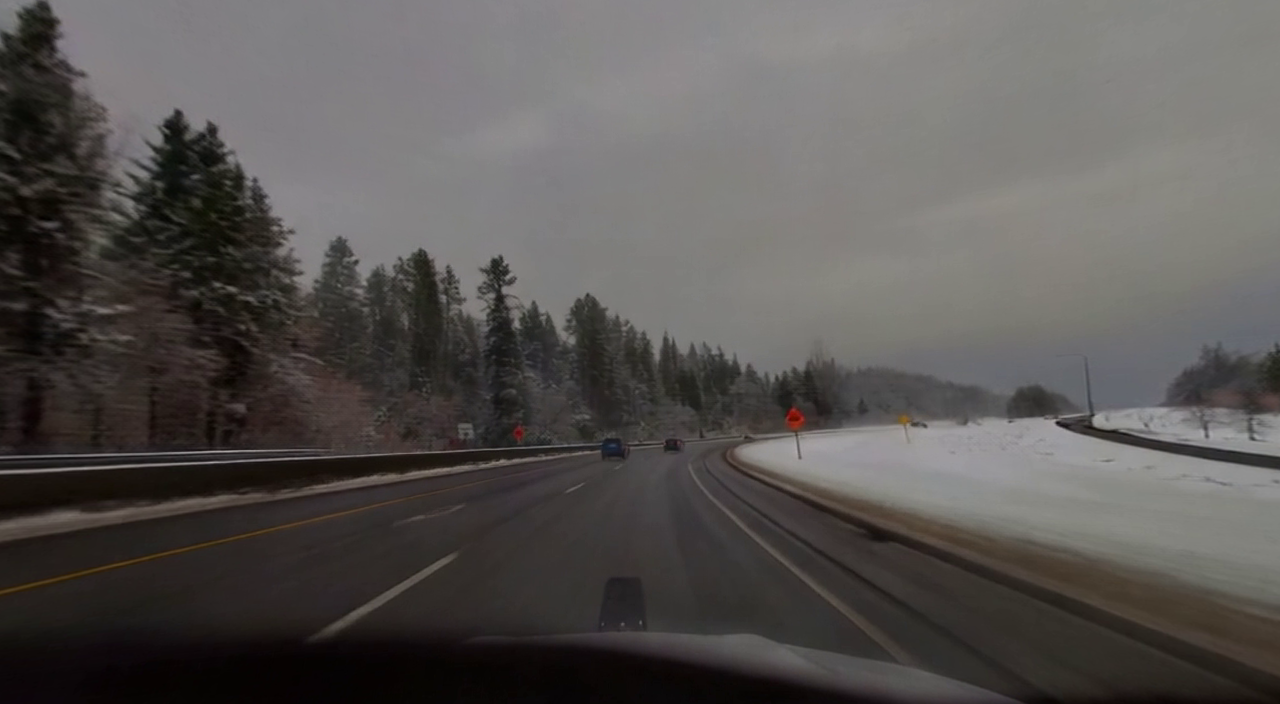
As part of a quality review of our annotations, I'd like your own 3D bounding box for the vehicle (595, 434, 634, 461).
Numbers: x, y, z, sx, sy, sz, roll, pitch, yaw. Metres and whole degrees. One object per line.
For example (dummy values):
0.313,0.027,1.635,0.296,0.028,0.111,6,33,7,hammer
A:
-1.729,6.653,43.868,2.129,1.742,4.217,-1,-8,5,vehicle
